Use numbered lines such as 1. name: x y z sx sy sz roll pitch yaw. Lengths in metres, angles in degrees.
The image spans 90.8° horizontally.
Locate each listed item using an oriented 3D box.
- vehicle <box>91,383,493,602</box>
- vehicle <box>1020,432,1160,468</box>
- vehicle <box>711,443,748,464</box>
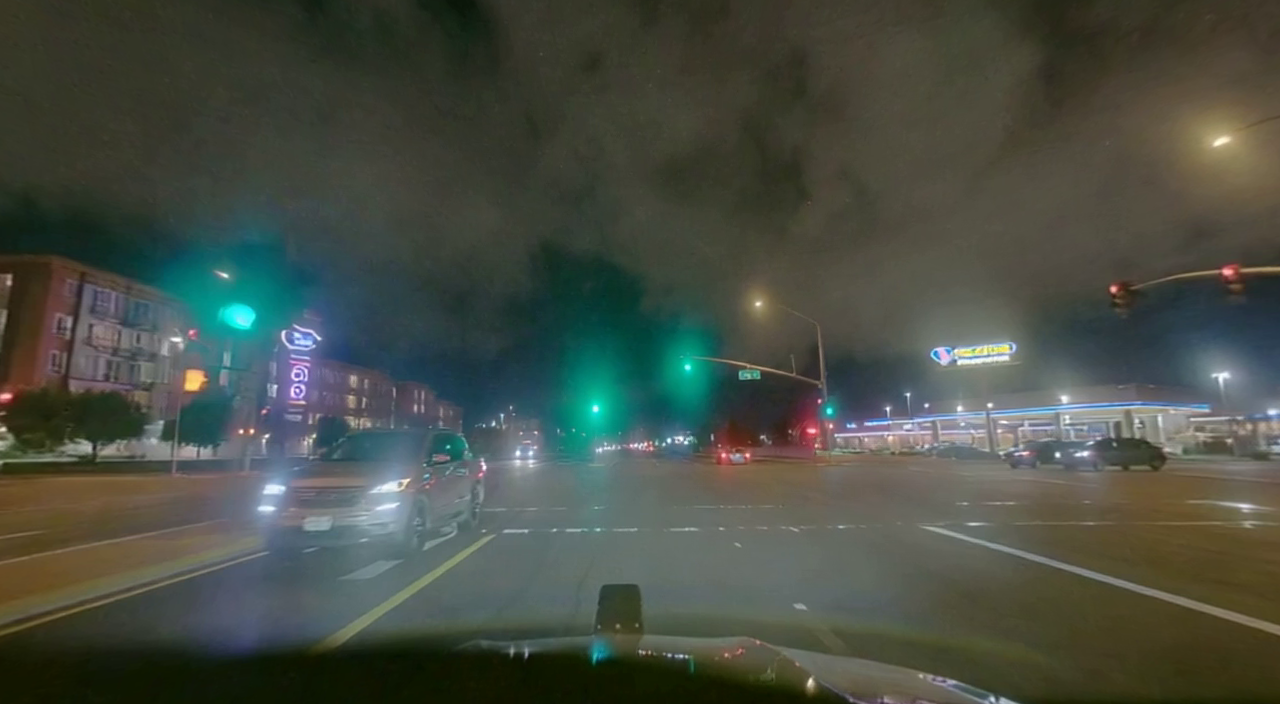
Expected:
1. vehicle: -3.440 1.526 7.753 2.087 1.789 4.988 0 -9 0
2. vehicle: 19.658 4.309 27.743 4.722 1.477 1.964 1 -9 -4
3. vehicle: 6.443 7.417 46.082 1.916 1.437 4.327 0 -9 -2
